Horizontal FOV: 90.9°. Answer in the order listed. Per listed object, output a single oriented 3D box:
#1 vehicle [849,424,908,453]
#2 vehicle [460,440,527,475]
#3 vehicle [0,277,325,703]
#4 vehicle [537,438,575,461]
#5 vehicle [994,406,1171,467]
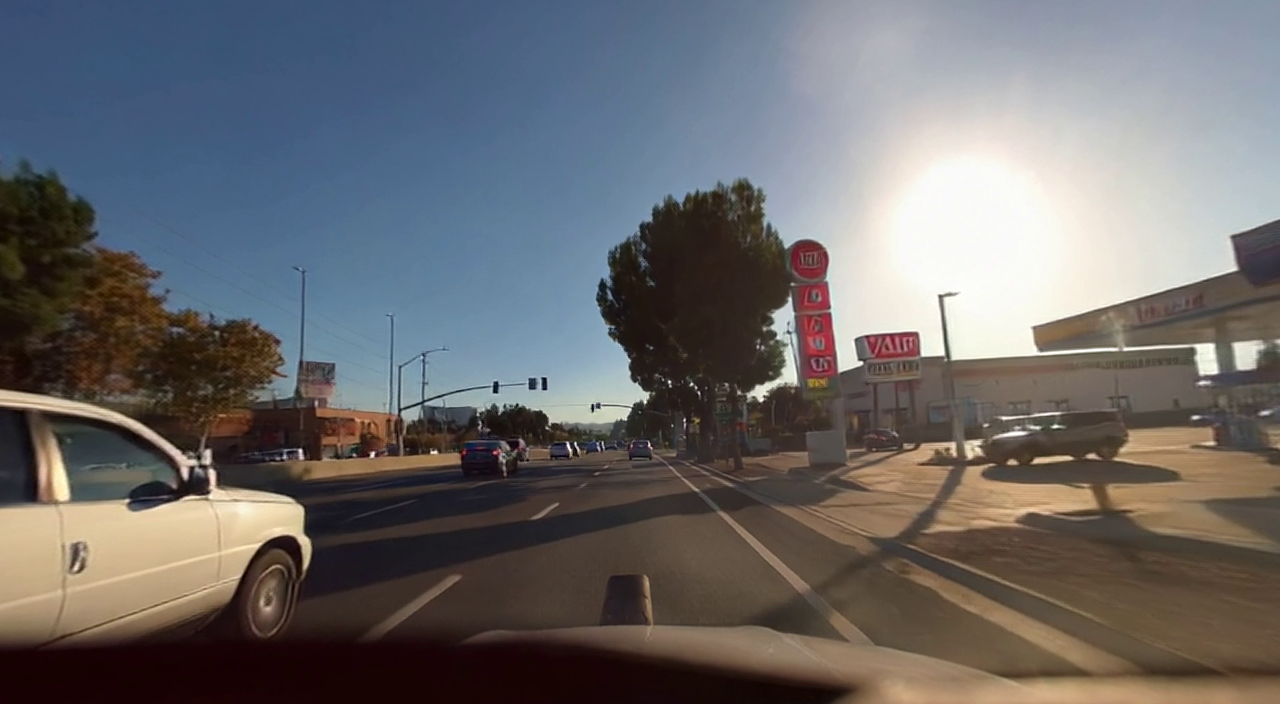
[{"bbox_3d":[16.112,5.890,42.821,2.116,1.849,4.806,0,-8,0],"label":"vehicle"},{"bbox_3d":[-6.573,4.763,28.755,1.960,1.468,4.345,0,-8,1],"label":"vehicle"},{"bbox_3d":[-3.220,0.643,1.825,2.190,1.844,4.751,0,-8,-1],"label":"vehicle"},{"bbox_3d":[-6.199,7.251,47.008,2.130,1.636,4.427,0,-8,1],"label":"vehicle"},{"bbox_3d":[16.055,3.152,23.437,2.178,1.911,5.852,-1,-8,-2],"label":"vehicle"}]
